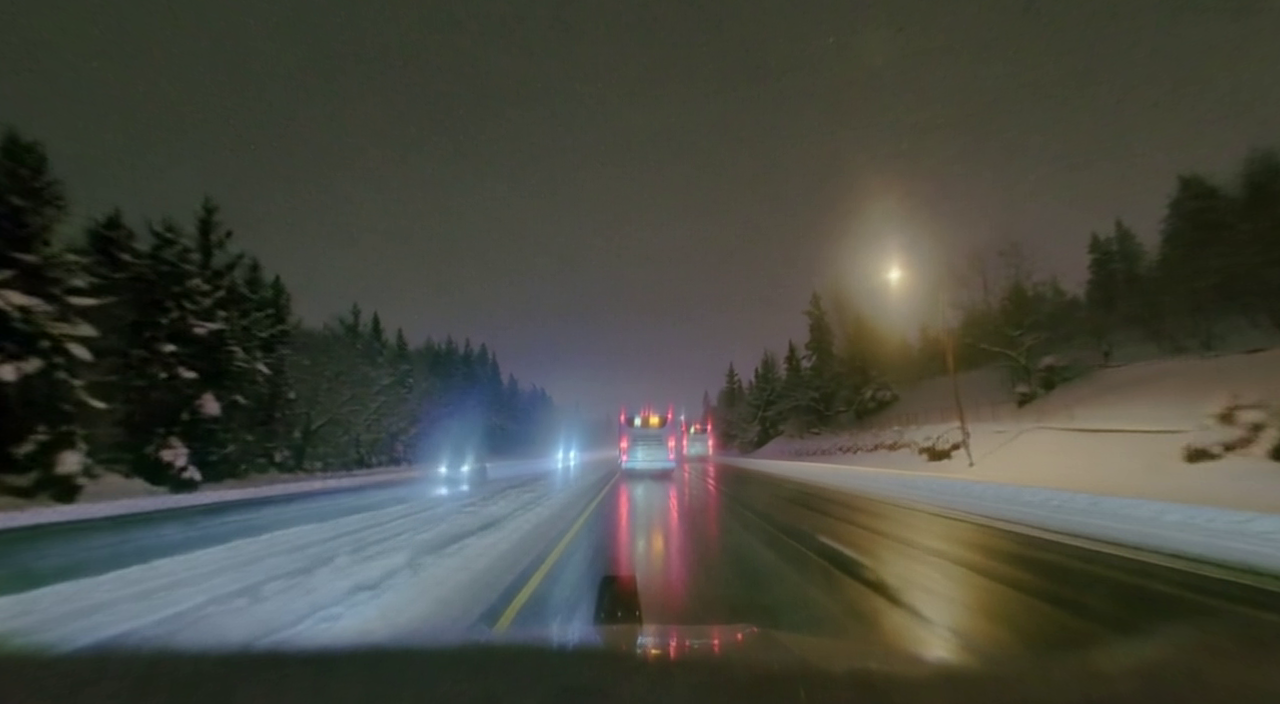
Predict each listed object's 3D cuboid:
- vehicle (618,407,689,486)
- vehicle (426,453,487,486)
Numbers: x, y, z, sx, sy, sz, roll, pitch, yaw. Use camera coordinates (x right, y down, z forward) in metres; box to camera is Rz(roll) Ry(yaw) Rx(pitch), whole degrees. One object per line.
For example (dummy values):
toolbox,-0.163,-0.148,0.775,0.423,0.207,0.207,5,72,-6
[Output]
vehicle,0.402,3.697,24.484,2.414,2.675,5.574,0,-9,-1
vehicle,-9.464,6.086,32.695,1.878,1.504,4.116,-1,-9,1
